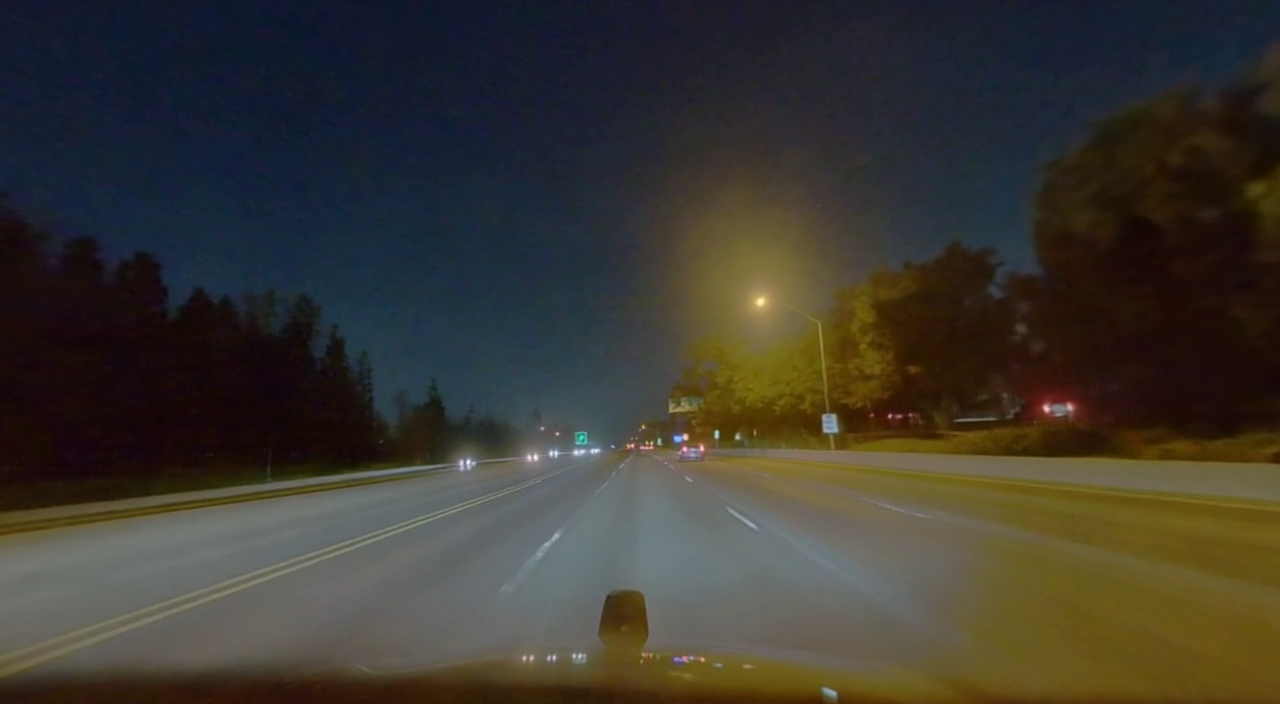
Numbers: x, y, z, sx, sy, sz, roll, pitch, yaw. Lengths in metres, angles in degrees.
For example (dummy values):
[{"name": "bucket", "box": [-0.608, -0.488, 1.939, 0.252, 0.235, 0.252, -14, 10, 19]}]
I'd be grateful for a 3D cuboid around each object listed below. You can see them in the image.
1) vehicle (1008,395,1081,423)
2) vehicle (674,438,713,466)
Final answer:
[{"name": "vehicle", "box": [25.722, 3.671, 40.253, 1.887, 1.537, 3.996, 0, -8, -1]}, {"name": "vehicle", "box": [3.471, 6.606, 41.759, 2.099, 1.748, 4.331, 0, -8, -2]}]
